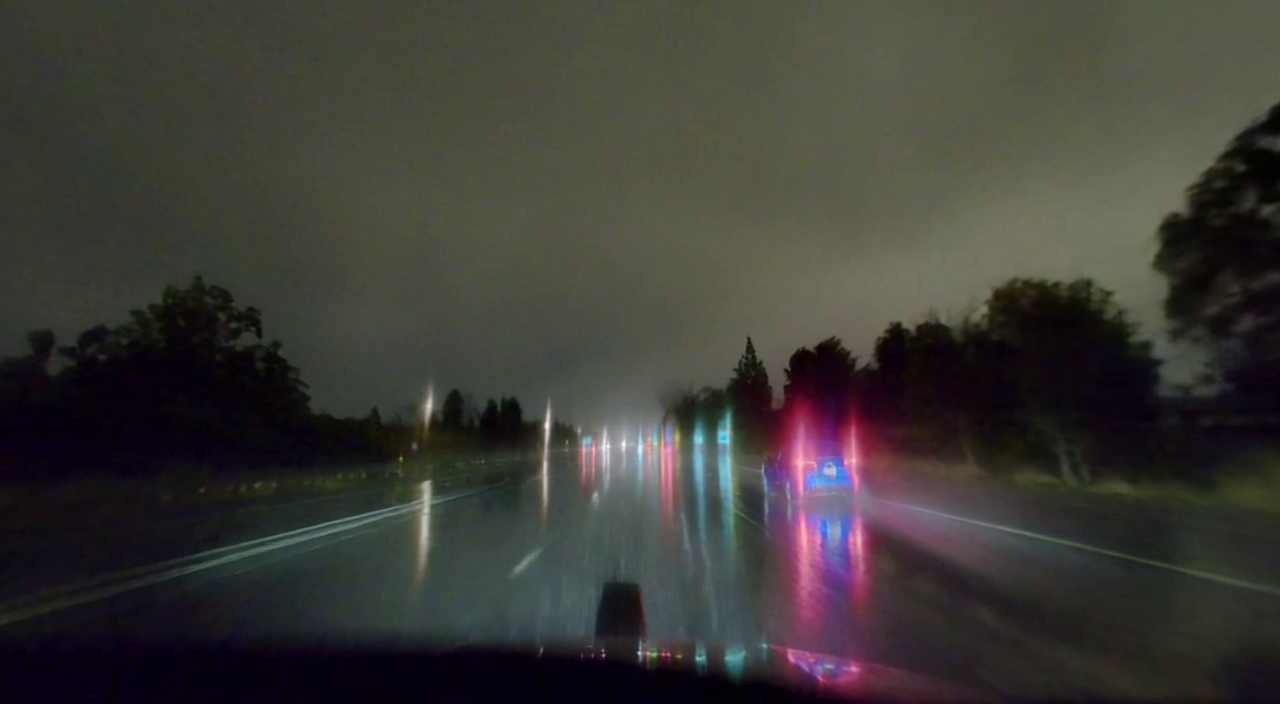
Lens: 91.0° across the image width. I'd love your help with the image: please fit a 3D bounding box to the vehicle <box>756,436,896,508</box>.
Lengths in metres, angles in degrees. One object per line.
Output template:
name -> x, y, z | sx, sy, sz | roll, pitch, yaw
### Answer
vehicle -> 4.294, 2.852, 15.422 | 2.033, 1.501, 4.398 | 0, -9, -1
